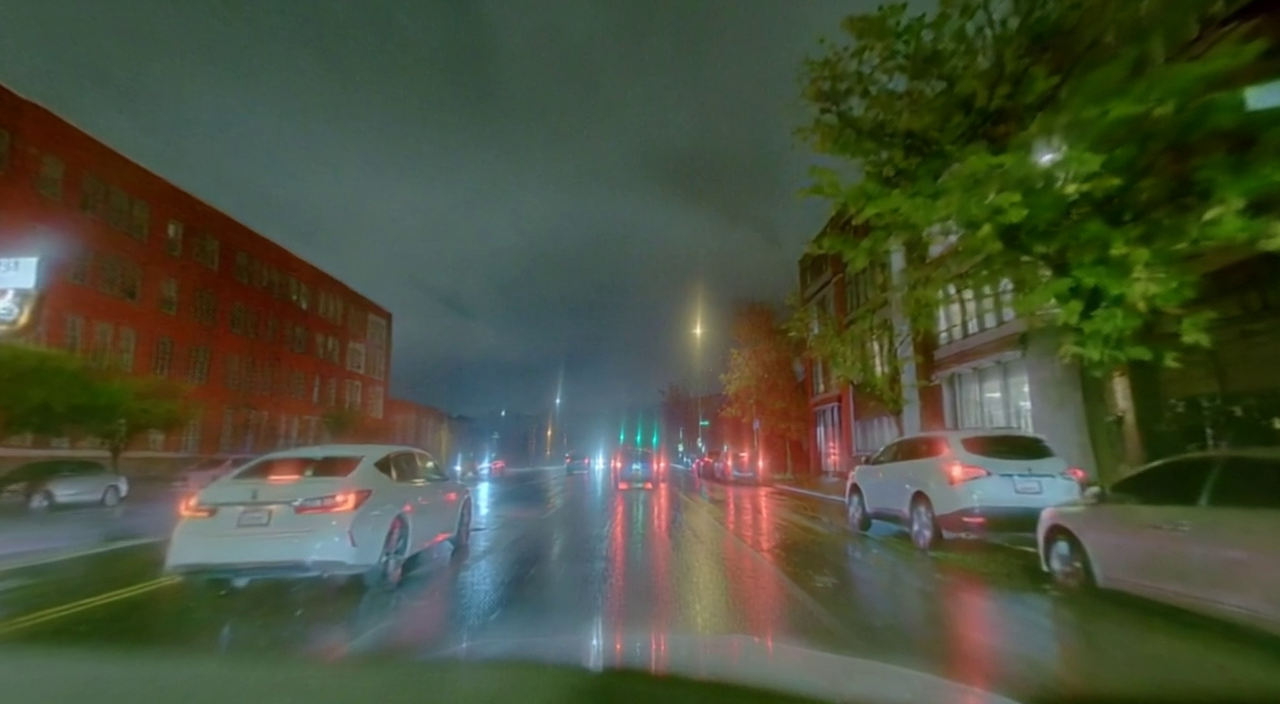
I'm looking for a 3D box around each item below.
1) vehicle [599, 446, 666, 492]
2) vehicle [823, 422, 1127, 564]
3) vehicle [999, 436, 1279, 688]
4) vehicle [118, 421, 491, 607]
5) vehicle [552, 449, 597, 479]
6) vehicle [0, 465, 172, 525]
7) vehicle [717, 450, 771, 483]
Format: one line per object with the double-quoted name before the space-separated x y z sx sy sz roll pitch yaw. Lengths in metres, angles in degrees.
"vehicle" -0.286 4.226 23.090 2.230 1.518 4.113 0 -9 -1
"vehicle" 4.892 2.125 10.296 2.123 1.736 4.795 1 -9 -3
"vehicle" 4.815 1.377 4.478 1.910 1.499 4.495 0 -9 1
"vehicle" -3.421 1.729 7.737 1.934 1.548 4.635 0 -9 1
"vehicle" -3.640 6.345 35.818 1.972 1.560 4.066 0 -9 2
"vehicle" -17.832 4.489 20.269 1.978 1.568 4.632 0 -9 -1
"vehicle" 4.968 5.522 30.693 1.832 1.491 4.054 1 -9 -2
